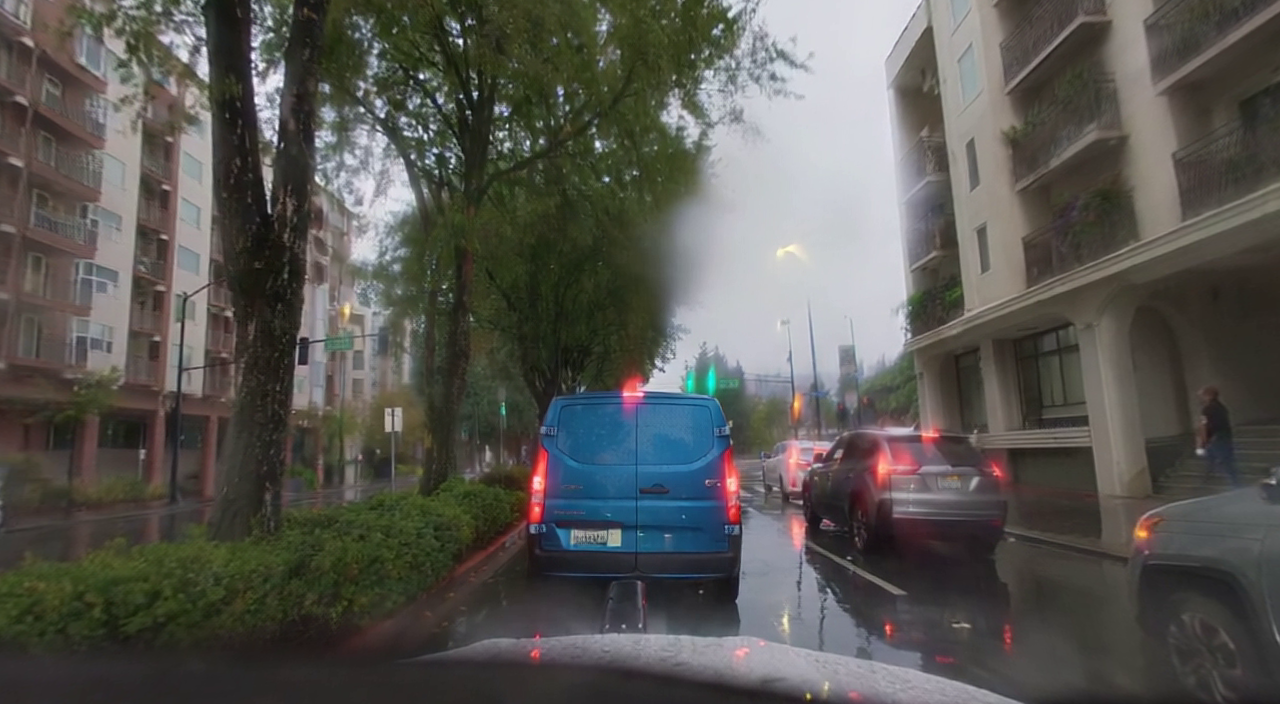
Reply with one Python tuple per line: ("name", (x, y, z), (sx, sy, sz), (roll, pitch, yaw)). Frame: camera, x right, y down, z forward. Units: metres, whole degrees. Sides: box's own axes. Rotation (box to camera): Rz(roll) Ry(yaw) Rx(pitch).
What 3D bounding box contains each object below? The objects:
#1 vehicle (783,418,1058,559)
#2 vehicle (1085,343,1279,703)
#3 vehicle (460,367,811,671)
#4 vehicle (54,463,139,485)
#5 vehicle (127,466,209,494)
("vehicle", (3.925, 2.004, 10.021), (2.061, 1.676, 4.734), (0, -9, -2))
("vehicle", (3.810, 0.694, 1.734), (2.157, 1.748, 4.130), (0, -9, 1))
("vehicle", (-0.028, 1.325, 6.026), (2.101, 1.828, 4.270), (0, -9, 0))
("vehicle", (-38.432, 8.638, 44.645), (4.396, 1.458, 1.809), (0, -9, 2))
("vehicle", (-33.270, 9.056, 44.532), (4.292, 1.492, 1.772), (-6, -14, -1))
